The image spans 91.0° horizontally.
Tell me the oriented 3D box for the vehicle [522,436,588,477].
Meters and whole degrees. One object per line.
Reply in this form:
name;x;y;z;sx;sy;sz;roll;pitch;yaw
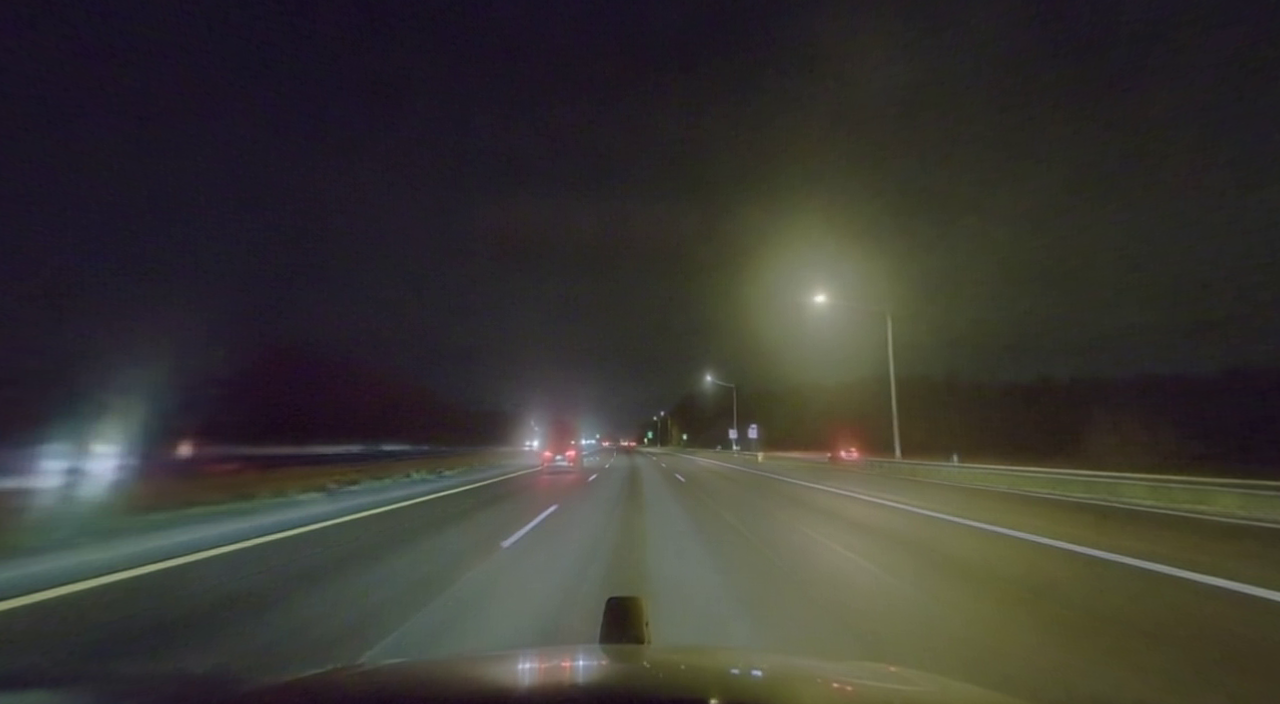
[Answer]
vehicle;-3.585;4.540;27.551;2.160;1.608;5.012;0;-8;0

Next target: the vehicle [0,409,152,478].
vehicle;-15.976;2.469;17.050;1.901;1.628;4.389;0;-8;1
